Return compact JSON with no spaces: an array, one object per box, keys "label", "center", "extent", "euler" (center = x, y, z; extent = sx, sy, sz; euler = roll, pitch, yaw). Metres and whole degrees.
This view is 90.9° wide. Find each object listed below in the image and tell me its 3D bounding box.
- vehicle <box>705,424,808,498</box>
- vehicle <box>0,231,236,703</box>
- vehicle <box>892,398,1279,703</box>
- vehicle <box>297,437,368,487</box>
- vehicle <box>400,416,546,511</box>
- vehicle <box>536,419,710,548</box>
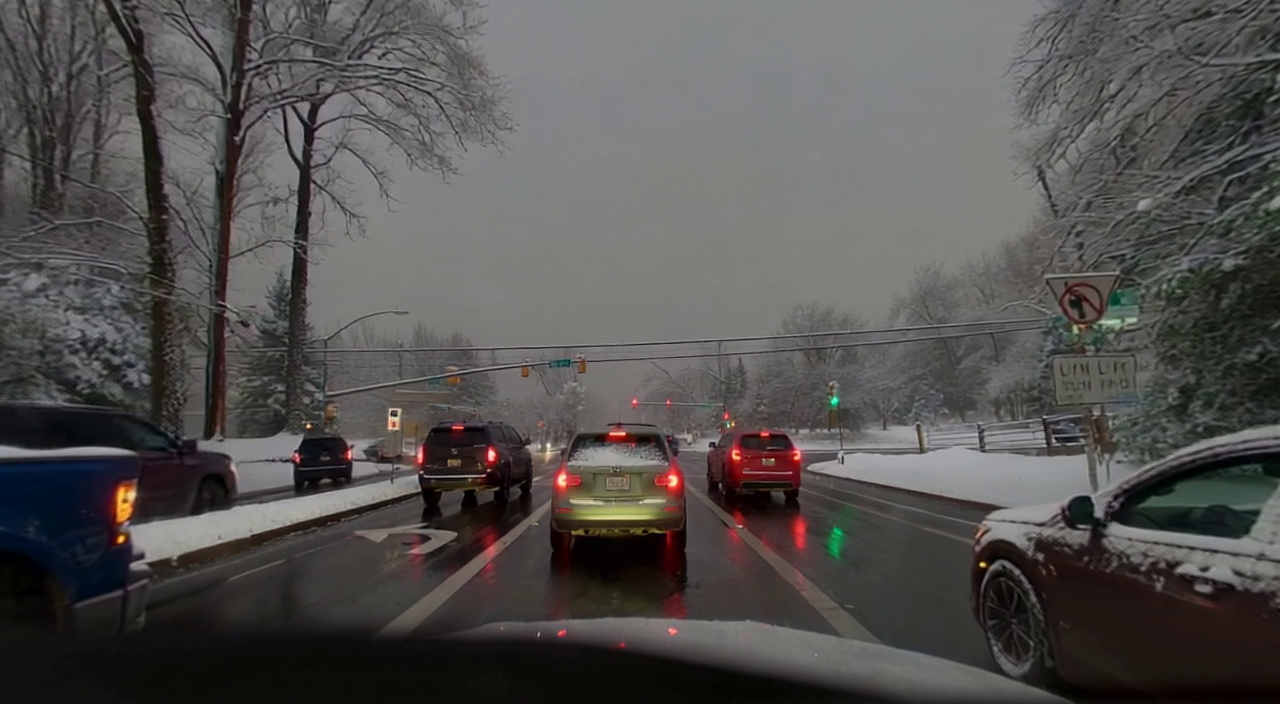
[{"label":"vehicle","center":[3.178,3.086,18.229],"extent":[2.102,1.841,4.587],"euler":[0,-8,0]},{"label":"vehicle","center":[-3.471,0.358,0.332],"extent":[2.656,2.021,5.800],"euler":[0,-8,0]},{"label":"vehicle","center":[3.019,1.004,2.791],"extent":[1.874,1.477,4.698],"euler":[0,-8,0]},{"label":"vehicle","center":[-11.655,4.113,23.981],"extent":[2.122,1.653,4.807],"euler":[4,-9,-25]},{"label":"vehicle","center":[-3.629,2.531,14.706],"extent":[2.089,1.857,4.488],"euler":[0,-8,1]},{"label":"vehicle","center":[-0.222,1.939,9.879],"extent":[2.194,1.607,3.690],"euler":[0,-8,0]}]
